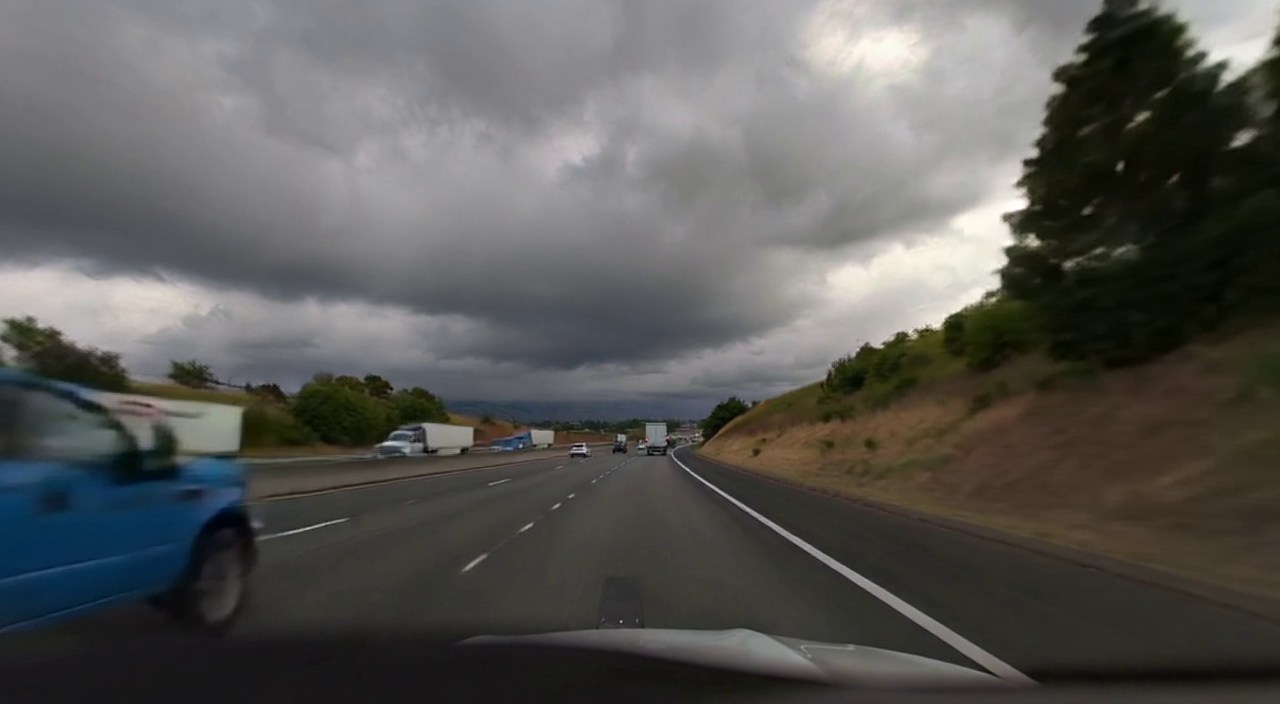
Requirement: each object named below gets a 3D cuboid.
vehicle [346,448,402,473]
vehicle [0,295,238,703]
[{"bbox_3d":[-17.945,7.307,42.761,1.944,1.613,4.166,0,-9,1],"label":"vehicle"},{"bbox_3d":[-3.992,0.572,1.790,2.216,1.949,5.237,0,-9,0],"label":"vehicle"}]
